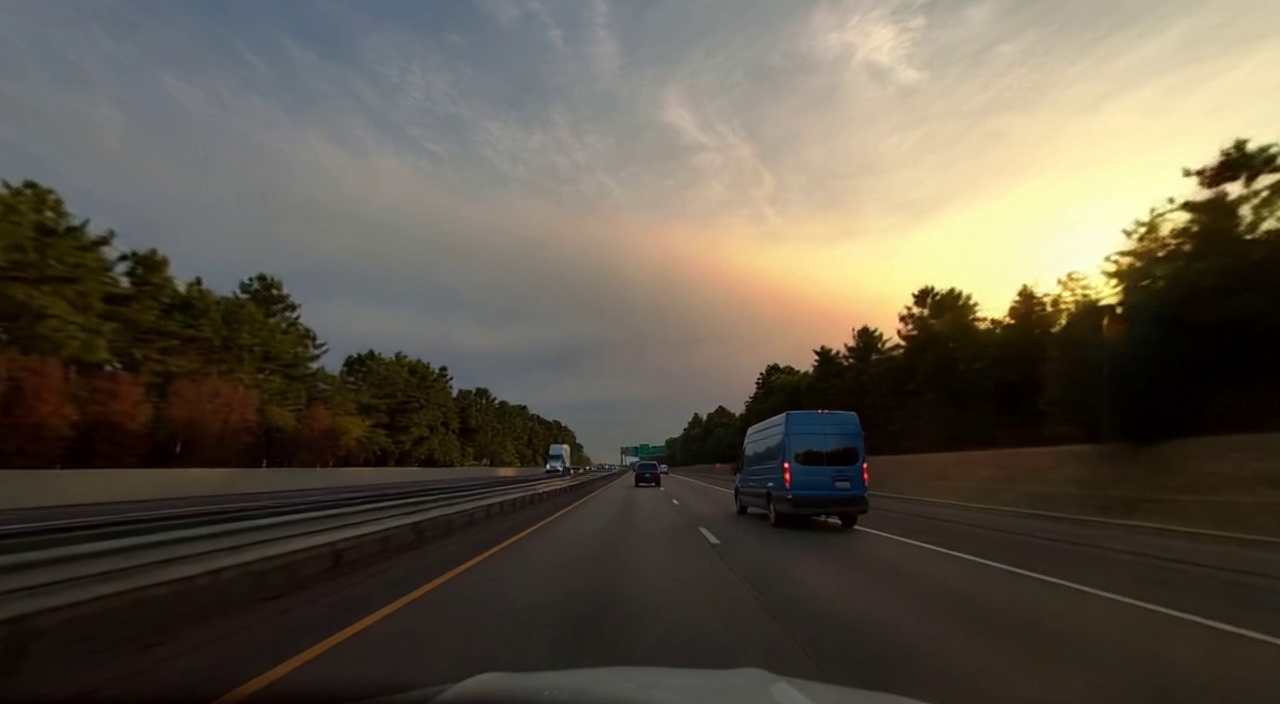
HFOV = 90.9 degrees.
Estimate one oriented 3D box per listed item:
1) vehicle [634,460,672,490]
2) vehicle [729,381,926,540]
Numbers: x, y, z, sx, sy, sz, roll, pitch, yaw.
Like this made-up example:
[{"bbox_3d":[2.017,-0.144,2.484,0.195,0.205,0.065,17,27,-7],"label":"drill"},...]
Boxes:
[{"bbox_3d":[0.782,7.508,38.615,2.212,1.717,4.452,1,-10,0],"label":"vehicle"},{"bbox_3d":[4.032,2.685,15.479,2.563,2.975,6.941,1,-10,-1],"label":"vehicle"}]
